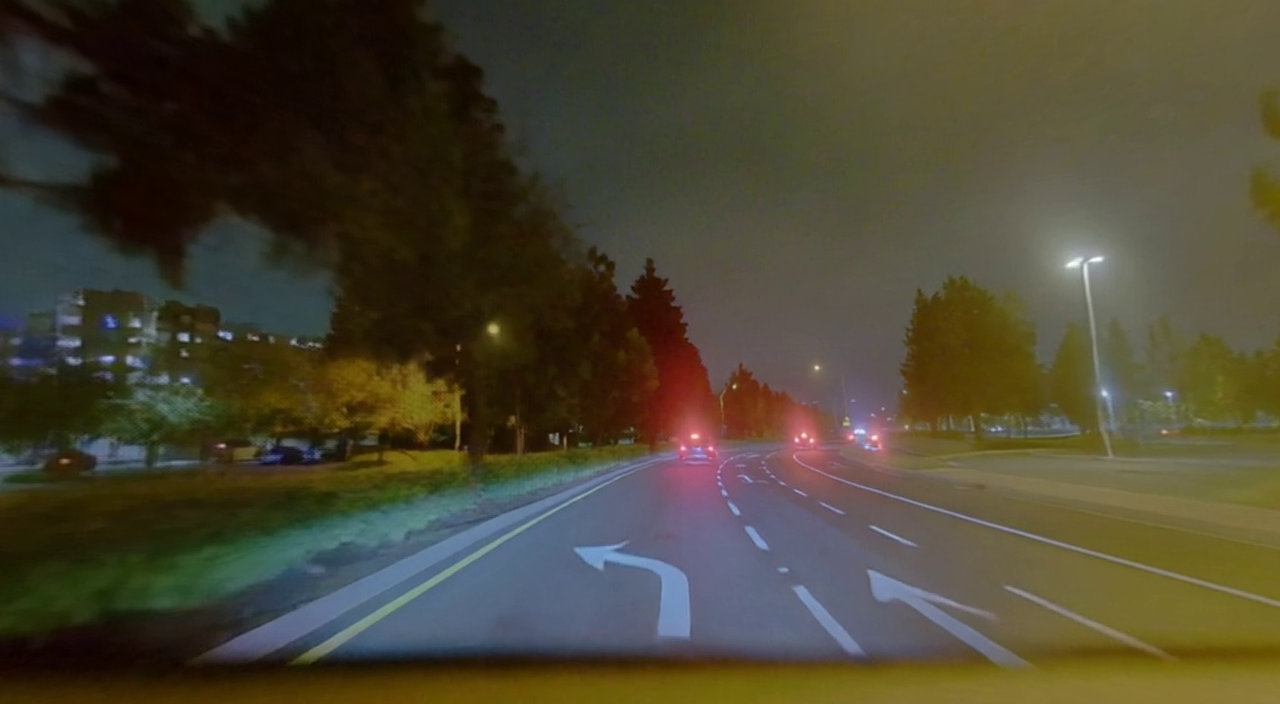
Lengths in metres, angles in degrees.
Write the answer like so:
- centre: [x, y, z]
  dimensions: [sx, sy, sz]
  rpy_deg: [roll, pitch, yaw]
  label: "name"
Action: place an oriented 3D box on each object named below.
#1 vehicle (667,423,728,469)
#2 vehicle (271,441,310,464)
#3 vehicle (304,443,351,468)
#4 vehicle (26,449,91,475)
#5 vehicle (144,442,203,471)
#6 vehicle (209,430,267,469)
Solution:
- centre: [2.802, 4.387, 29.325]
  dimensions: [2.371, 1.926, 5.615]
  rpy_deg: [-1, -9, 9]
  label: "vehicle"
- centre: [-25.795, 7.399, 46.394]
  dimensions: [1.916, 1.563, 3.941]
  rpy_deg: [3, -9, -21]
  label: "vehicle"
- centre: [-21.080, 6.964, 42.496]
  dimensions: [2.058, 1.580, 4.134]
  rpy_deg: [2, -9, -16]
  label: "vehicle"
- centre: [-35.794, 6.752, 38.737]
  dimensions: [1.983, 1.491, 4.333]
  rpy_deg: [5, -10, -31]
  label: "vehicle"
- centre: [-30.897, 6.897, 41.717]
  dimensions: [2.123, 1.834, 4.749]
  rpy_deg: [4, -9, -25]
  label: "vehicle"
- centre: [-28.538, 6.859, 44.715]
  dimensions: [2.346, 2.341, 5.455]
  rpy_deg: [0, -6, -21]
  label: "vehicle"
